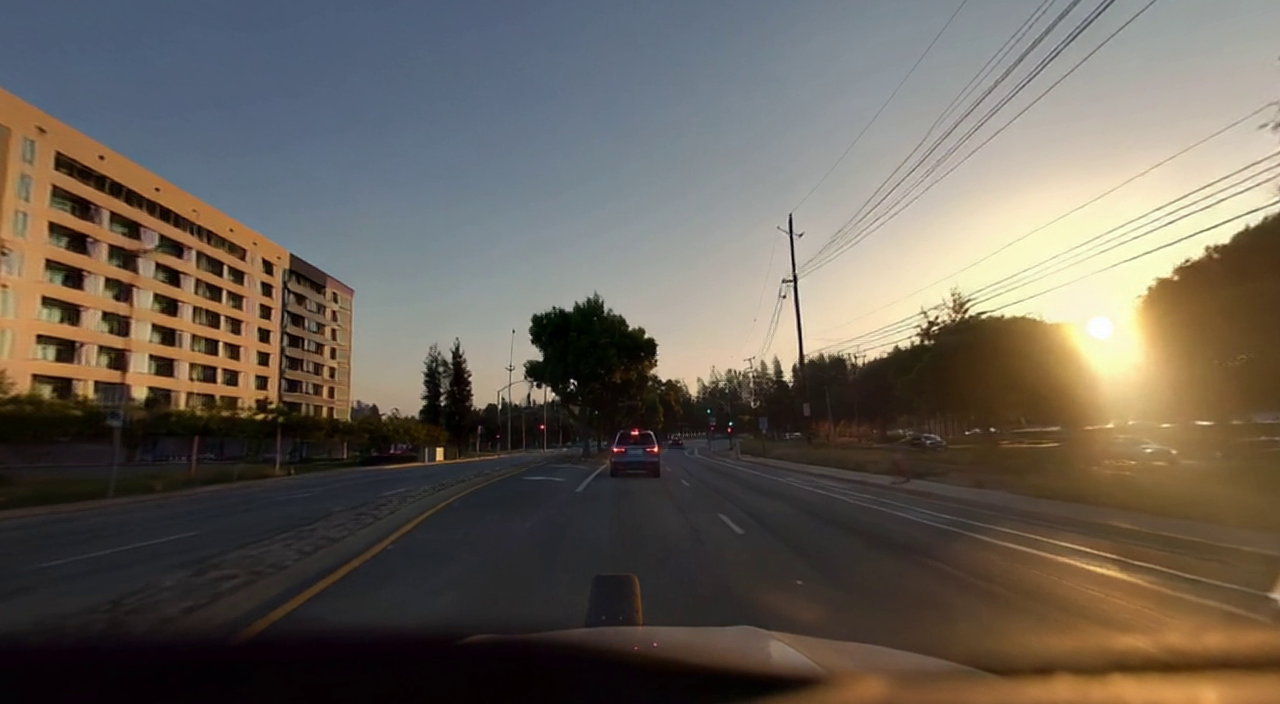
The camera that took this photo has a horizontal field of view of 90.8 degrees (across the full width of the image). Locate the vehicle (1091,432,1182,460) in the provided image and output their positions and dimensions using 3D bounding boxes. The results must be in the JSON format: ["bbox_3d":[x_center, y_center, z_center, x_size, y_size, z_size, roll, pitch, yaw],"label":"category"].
[{"bbox_3d":[32.387,6.157,41.443,1.961,1.745,4.981,0,-8,1],"label":"vehicle"}]

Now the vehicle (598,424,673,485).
[{"bbox_3d":[-0.132,3.325,20.710,2.189,1.776,4.342,0,-8,0],"label":"vehicle"}]

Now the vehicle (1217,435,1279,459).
[{"bbox_3d":[41.916,6.336,42.521,1.837,1.455,4.531,-2,-8,1],"label":"vehicle"}]
